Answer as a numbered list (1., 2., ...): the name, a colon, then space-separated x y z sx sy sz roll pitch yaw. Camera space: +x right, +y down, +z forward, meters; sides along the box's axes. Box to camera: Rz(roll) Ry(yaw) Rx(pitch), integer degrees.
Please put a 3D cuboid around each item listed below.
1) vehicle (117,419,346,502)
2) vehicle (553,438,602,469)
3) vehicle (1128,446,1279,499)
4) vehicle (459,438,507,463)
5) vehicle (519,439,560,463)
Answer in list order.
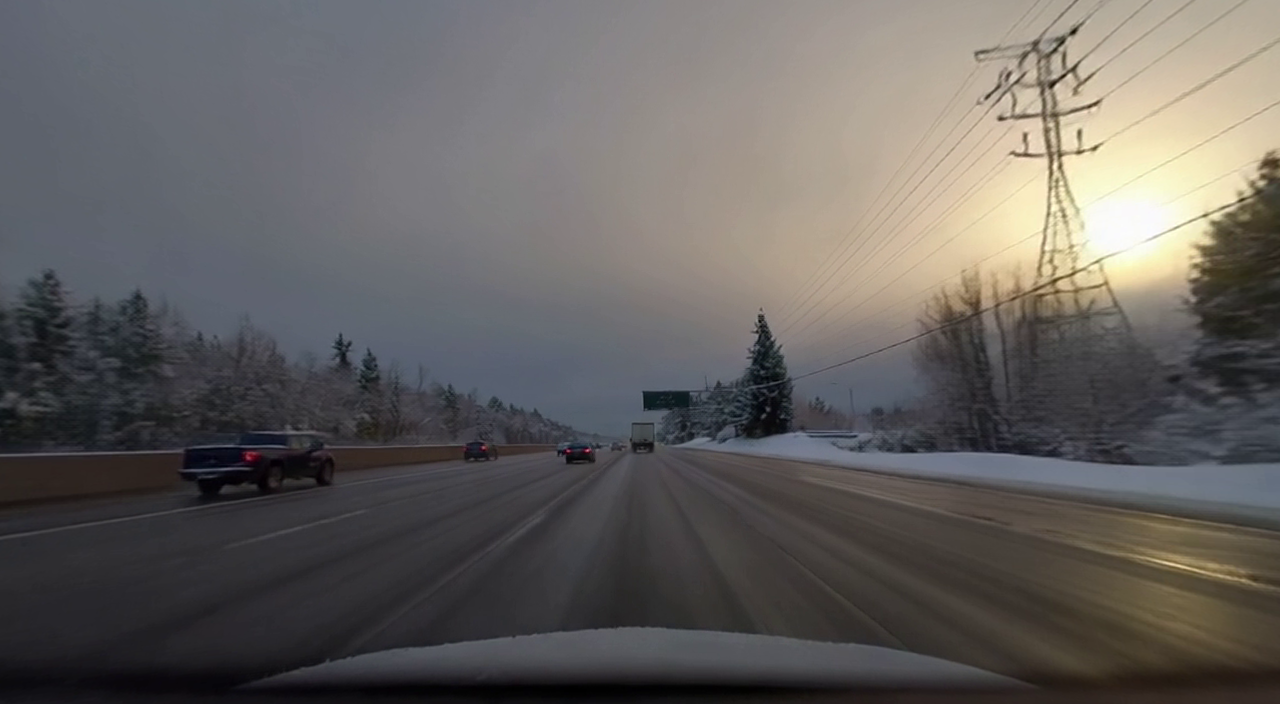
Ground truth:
1. vehicle: -10.637 2.893 17.222 2.310 1.853 5.817 0 -9 1
2. vehicle: -3.278 5.442 33.875 2.045 1.532 4.954 0 -9 1
3. vehicle: 19.049 3.898 20.899 1.985 1.521 4.827 0 -9 2
4. vehicle: -10.858 6.835 43.808 2.058 1.621 4.739 0 -9 1
5. vehicle: -6.901 6.845 43.696 1.946 1.514 4.687 0 -9 1
